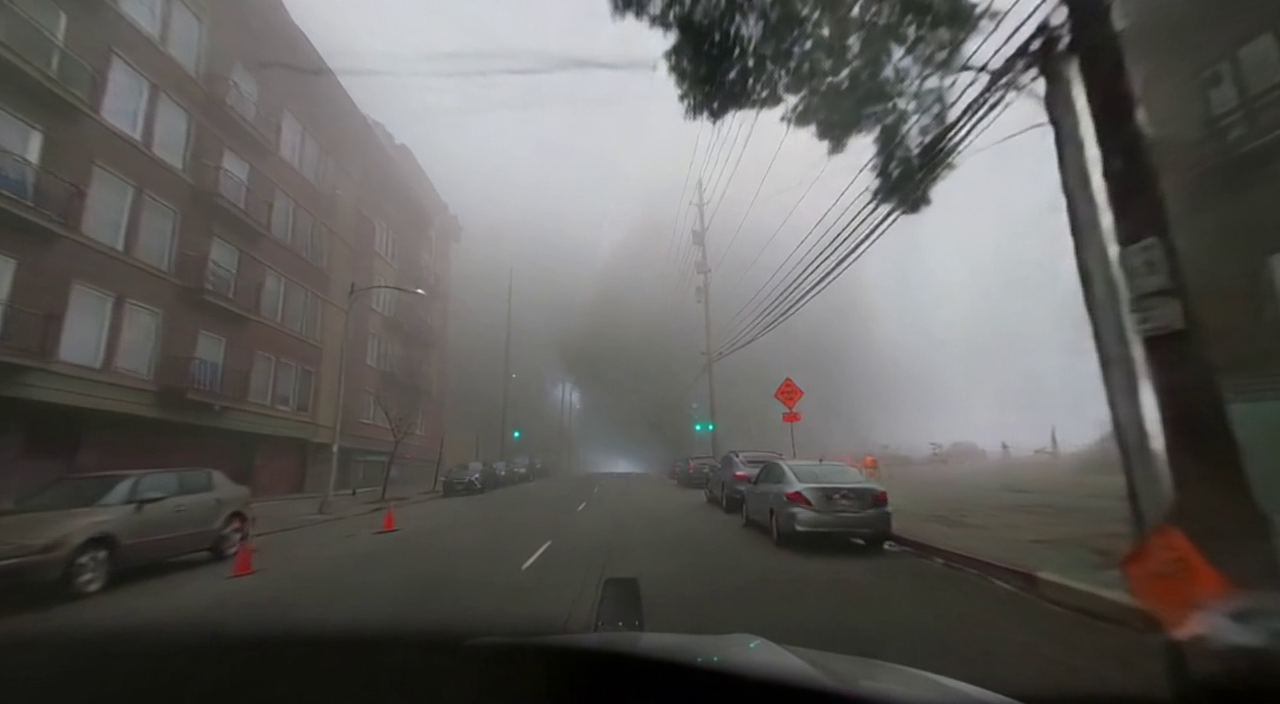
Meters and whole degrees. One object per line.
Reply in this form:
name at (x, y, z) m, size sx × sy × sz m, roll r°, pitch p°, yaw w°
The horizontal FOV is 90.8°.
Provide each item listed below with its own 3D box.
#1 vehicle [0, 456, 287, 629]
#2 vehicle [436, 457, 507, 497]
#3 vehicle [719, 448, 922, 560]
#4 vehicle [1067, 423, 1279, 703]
vehicle at (-6.594, 2.129, 8.048) m, size 1.900 × 1.520 × 4.320 m, roll 0°, pitch -9°, yaw -4°
vehicle at (-6.908, 5.176, 26.427) m, size 1.968 × 1.450 × 4.271 m, roll 0°, pitch -9°, yaw -3°
vehicle at (2.768, 2.447, 11.063) m, size 2.010 × 1.499 × 4.754 m, roll 0°, pitch -9°, yaw -2°
vehicle at (3.182, 0.719, 0.490) m, size 2.077 × 1.445 × 4.897 m, roll 0°, pitch -9°, yaw -3°
